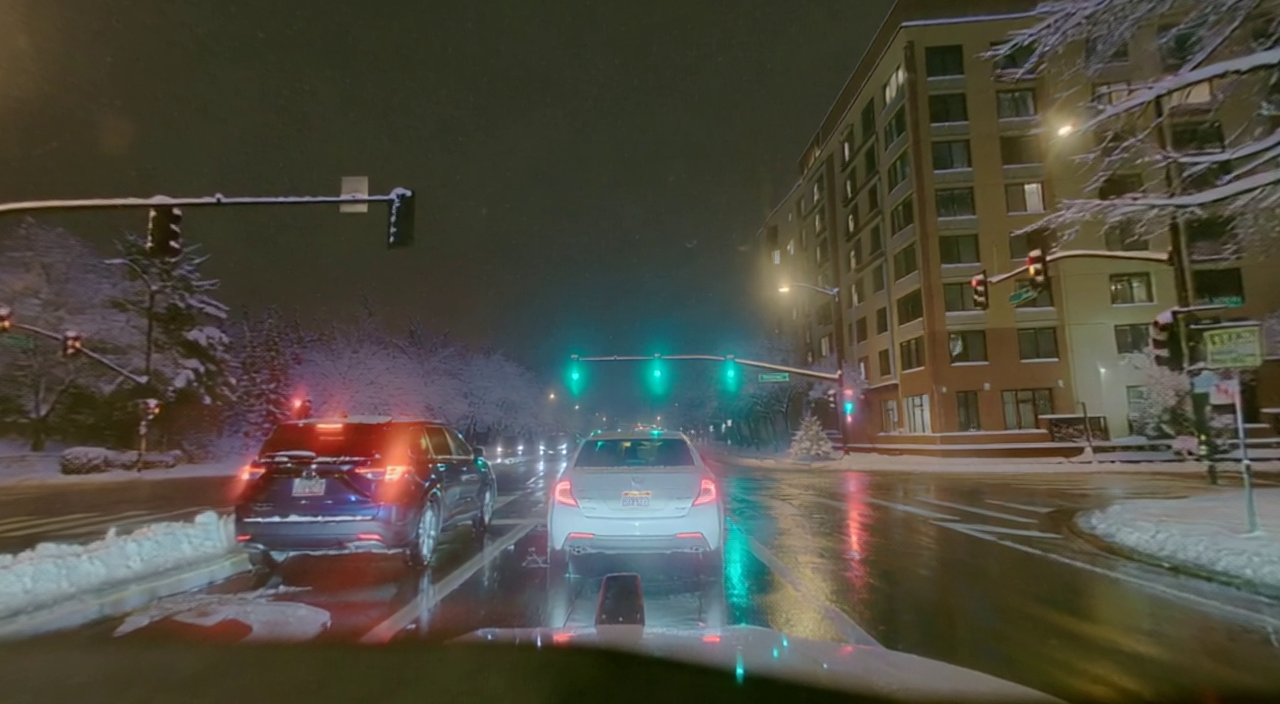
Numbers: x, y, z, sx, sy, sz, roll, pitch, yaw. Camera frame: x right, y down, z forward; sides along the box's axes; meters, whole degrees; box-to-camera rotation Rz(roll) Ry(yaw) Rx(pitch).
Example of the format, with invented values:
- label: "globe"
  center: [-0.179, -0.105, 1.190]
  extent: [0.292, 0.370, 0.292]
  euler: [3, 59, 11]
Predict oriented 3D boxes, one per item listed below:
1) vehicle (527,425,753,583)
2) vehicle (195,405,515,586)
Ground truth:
- label: "vehicle"
  center: [0.017, 1.767, 8.138]
  extent: [2.190, 1.522, 3.850]
  euler: [0, -8, 1]
- label: "vehicle"
  center: [-3.179, 1.699, 8.336]
  extent: [2.081, 1.719, 4.434]
  euler: [0, -8, 1]
